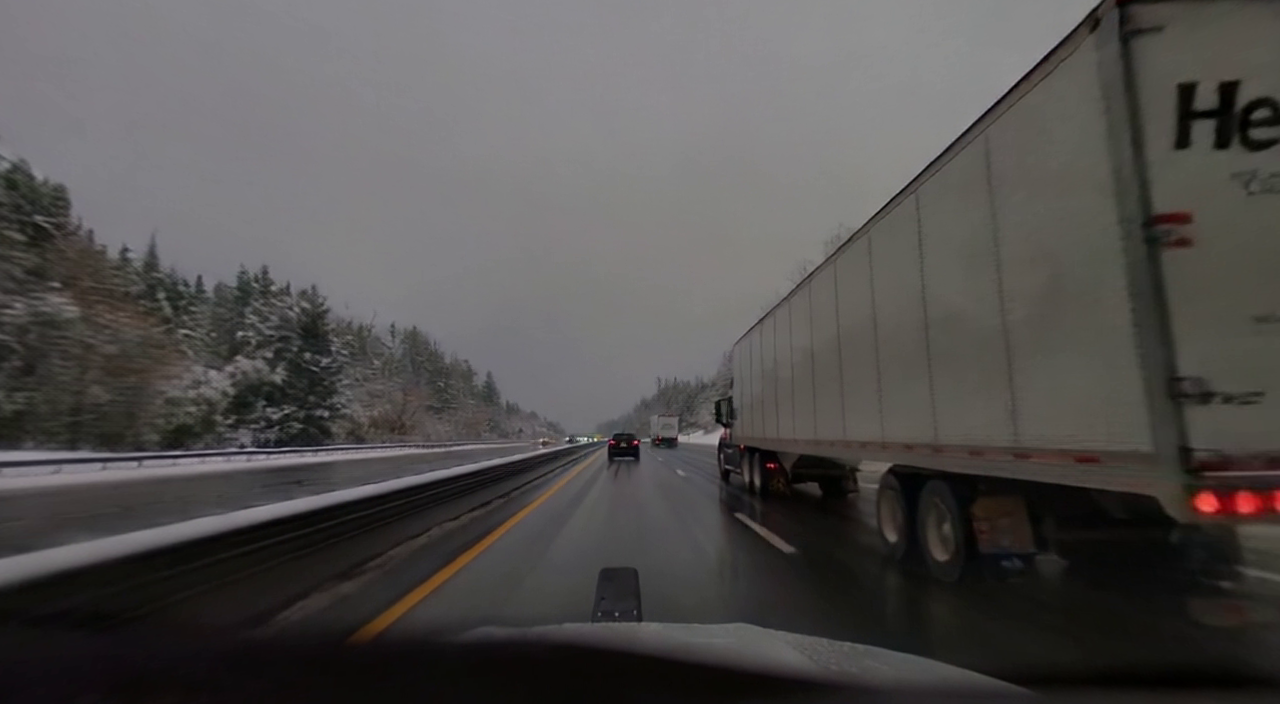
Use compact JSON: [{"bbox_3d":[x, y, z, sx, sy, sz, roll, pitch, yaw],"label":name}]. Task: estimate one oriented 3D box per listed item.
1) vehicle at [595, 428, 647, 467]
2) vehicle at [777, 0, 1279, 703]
[{"bbox_3d":[-0.805,4.103,27.305,2.095,1.557,3.963,0,-8,-1],"label":"vehicle"},{"bbox_3d":[4.190,0.261,7.335,2.853,4.038,9.832,0,-8,-1],"label":"vehicle"}]
